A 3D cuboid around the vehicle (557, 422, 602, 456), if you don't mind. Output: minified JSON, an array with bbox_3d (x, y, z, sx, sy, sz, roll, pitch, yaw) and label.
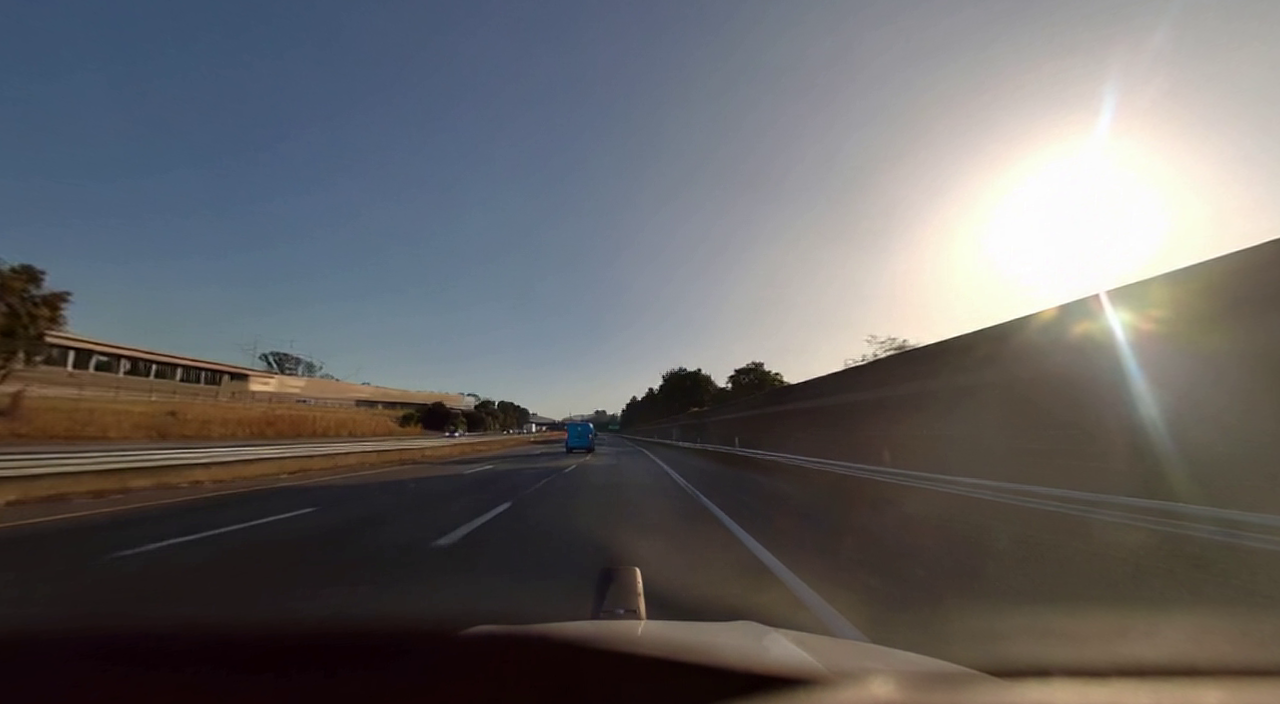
[{"bbox_3d":[-3.826,5.628,40.777,2.309,2.053,4.884,0,-8,1],"label":"vehicle"}]
